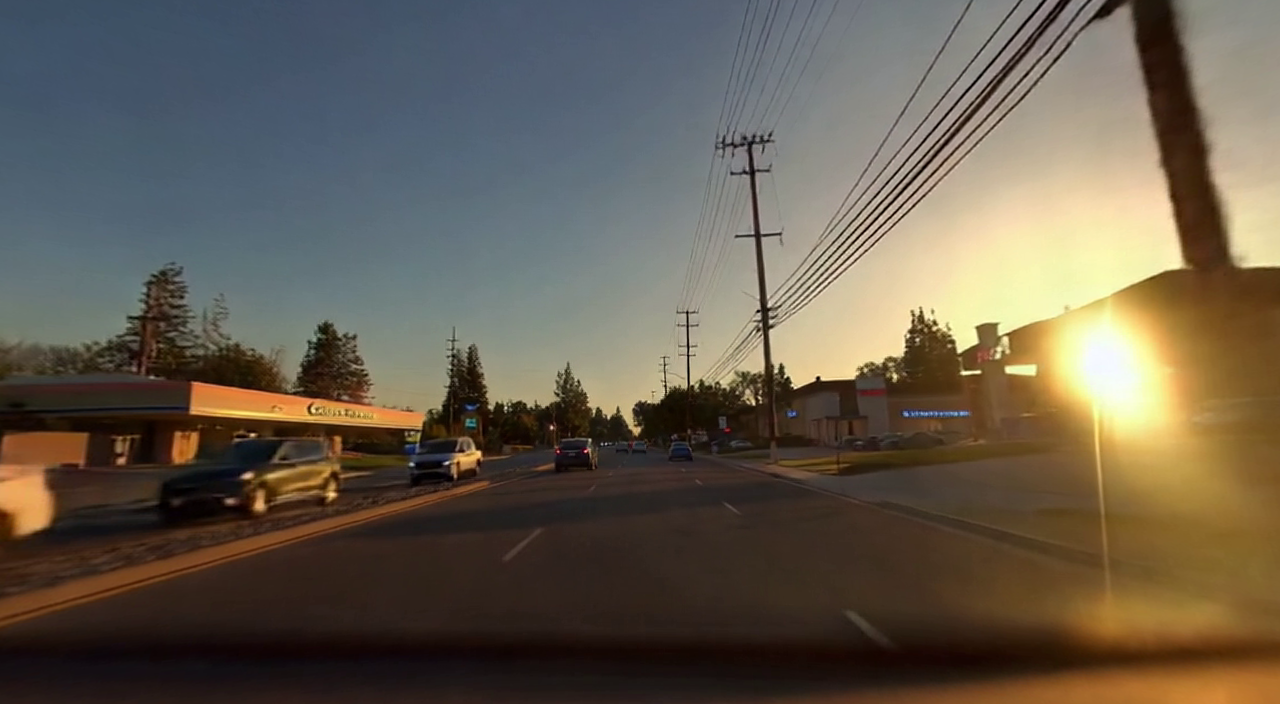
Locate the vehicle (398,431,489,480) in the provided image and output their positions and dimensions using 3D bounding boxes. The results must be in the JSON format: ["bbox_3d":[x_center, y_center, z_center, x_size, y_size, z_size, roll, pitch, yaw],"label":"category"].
[{"bbox_3d":[-7.823,4.179,25.662,2.009,1.773,4.925,-1,-8,2],"label":"vehicle"}]

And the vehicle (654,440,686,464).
[{"bbox_3d":[1.956,6.491,41.064,1.978,1.455,4.195,-1,-8,2],"label":"vehicle"}]

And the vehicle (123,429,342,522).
[{"bbox_3d":[-8.159,2.483,13.183,1.795,1.607,4.059,-1,-8,1],"label":"vehicle"}]

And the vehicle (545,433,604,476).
[{"bbox_3d":[-2.715,4.368,27.078,2.047,1.664,4.148,-1,-8,1],"label":"vehicle"}]
